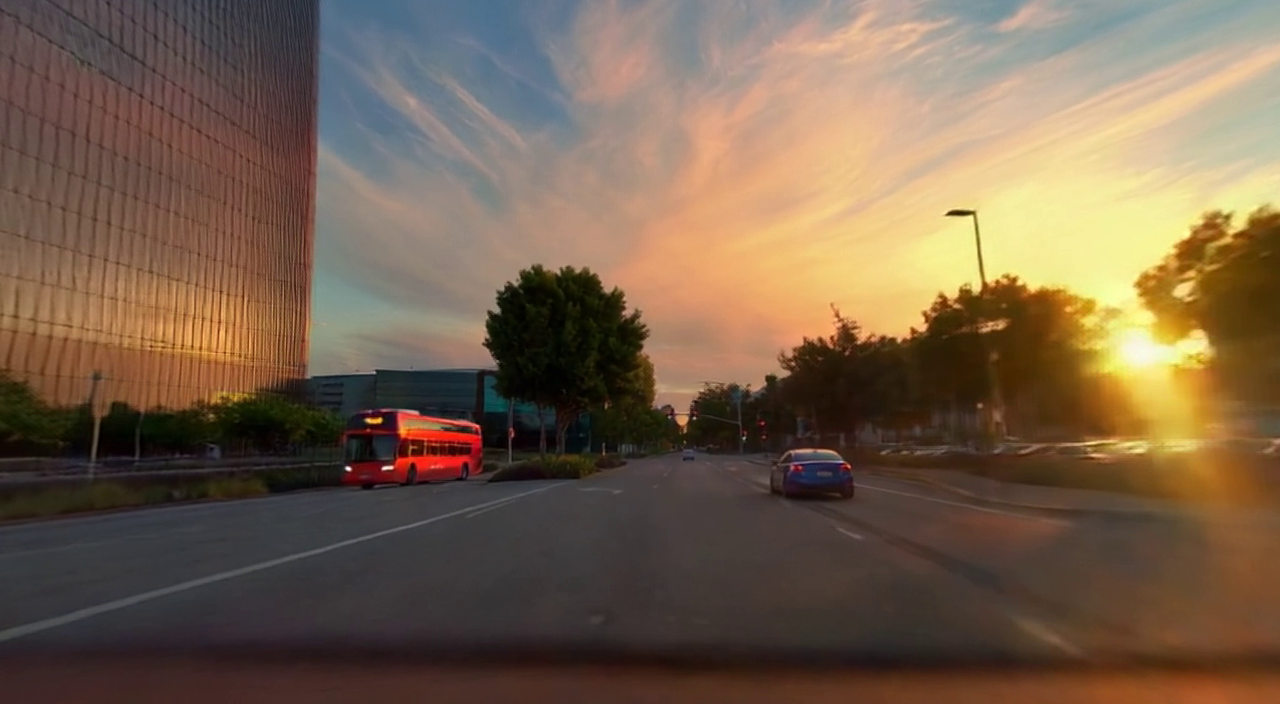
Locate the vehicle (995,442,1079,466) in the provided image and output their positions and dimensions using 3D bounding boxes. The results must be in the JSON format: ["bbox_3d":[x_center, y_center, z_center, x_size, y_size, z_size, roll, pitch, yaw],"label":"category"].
[{"bbox_3d":[25.224,6.517,40.118,3.983,1.479,1.857,-2,-9,9],"label":"vehicle"}]

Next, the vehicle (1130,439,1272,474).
[{"bbox_3d":[24.546,4.610,27.680,4.201,1.441,1.970,-1,-9,4],"label":"vehicle"}]

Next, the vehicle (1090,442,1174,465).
[{"bbox_3d":[38.600,7.996,49.502,4.638,1.678,2.196,-1,-9,2],"label":"vehicle"}]

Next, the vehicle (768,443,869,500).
[{"bbox_3d":[5.205,3.559,18.989,1.993,1.501,4.127,-1,-9,2],"label":"vehicle"}]

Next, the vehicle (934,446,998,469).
[{"bbox_3d":[24.887,8.080,48.169,3.824,1.453,1.894,-3,-8,1],"label":"vehicle"}]

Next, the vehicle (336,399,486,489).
[{"bbox_3d":[-13.005,5.642,38.034,3.110,4.418,13.688,-1,-9,4],"label":"vehicle"}]
